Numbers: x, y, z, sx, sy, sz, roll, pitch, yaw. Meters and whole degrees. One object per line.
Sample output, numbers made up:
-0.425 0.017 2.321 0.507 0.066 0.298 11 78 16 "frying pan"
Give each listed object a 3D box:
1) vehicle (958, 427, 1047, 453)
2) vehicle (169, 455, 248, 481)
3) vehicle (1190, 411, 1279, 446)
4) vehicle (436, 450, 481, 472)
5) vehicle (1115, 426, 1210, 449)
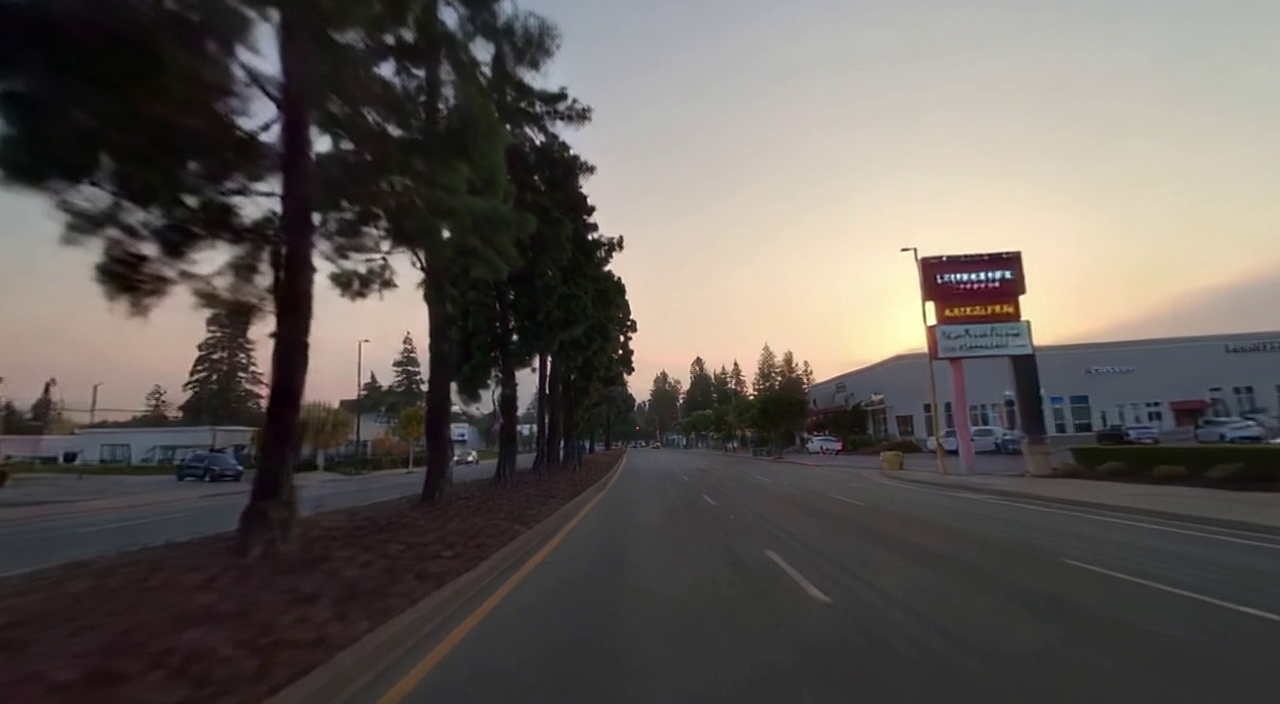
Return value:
22.069 5.394 38.611 4.171 1.492 1.999 0 -9 2 "vehicle"
-26.130 7.015 38.236 4.316 1.464 1.771 -4 -10 23 "vehicle"
34.367 4.204 34.604 6.244 1.832 2.191 0 -9 0 "vehicle"
-13.247 7.869 45.988 2.090 1.502 4.767 5 -10 -28 "vehicle"
34.902 5.759 42.269 4.571 1.486 1.881 0 -9 0 "vehicle"
